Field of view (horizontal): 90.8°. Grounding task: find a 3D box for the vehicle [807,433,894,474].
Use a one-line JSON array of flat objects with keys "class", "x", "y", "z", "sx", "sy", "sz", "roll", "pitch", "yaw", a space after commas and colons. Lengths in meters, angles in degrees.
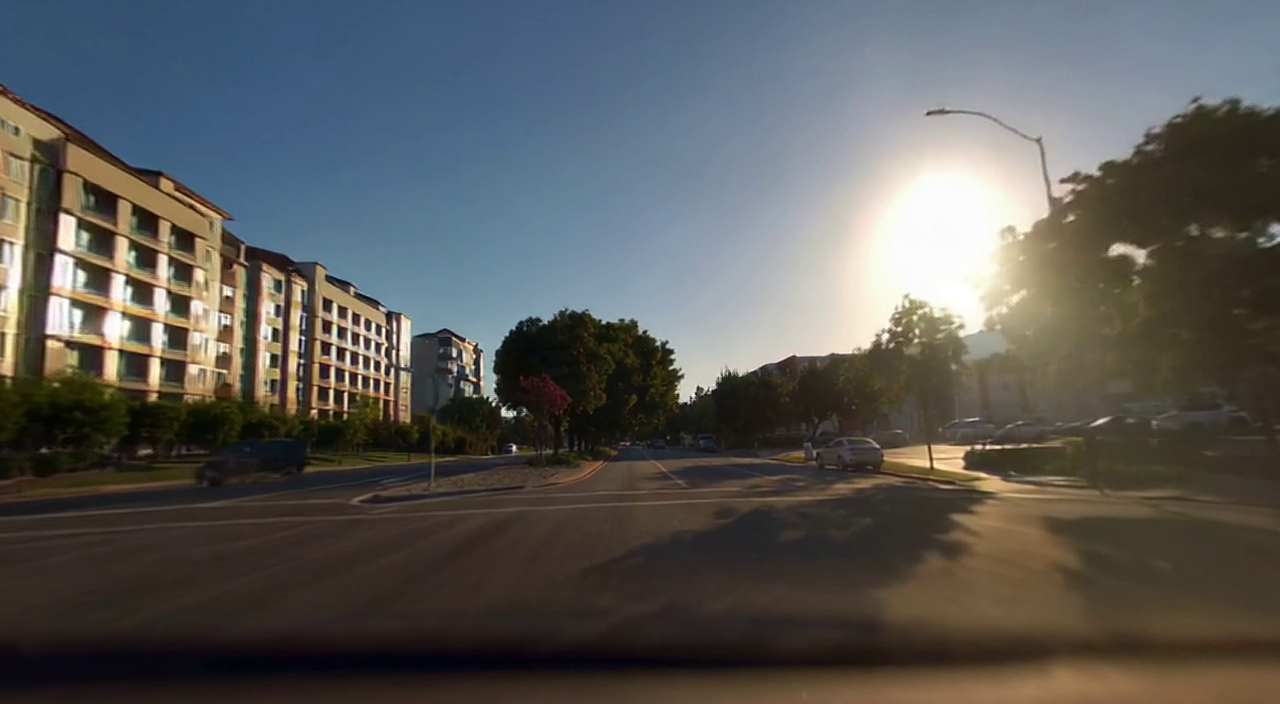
[{"class": "vehicle", "x": 9.777, "y": 4.756, "z": 29.839, "sx": 2.065, "sy": 1.732, "sz": 5.036, "roll": 1, "pitch": -8, "yaw": -4}]
